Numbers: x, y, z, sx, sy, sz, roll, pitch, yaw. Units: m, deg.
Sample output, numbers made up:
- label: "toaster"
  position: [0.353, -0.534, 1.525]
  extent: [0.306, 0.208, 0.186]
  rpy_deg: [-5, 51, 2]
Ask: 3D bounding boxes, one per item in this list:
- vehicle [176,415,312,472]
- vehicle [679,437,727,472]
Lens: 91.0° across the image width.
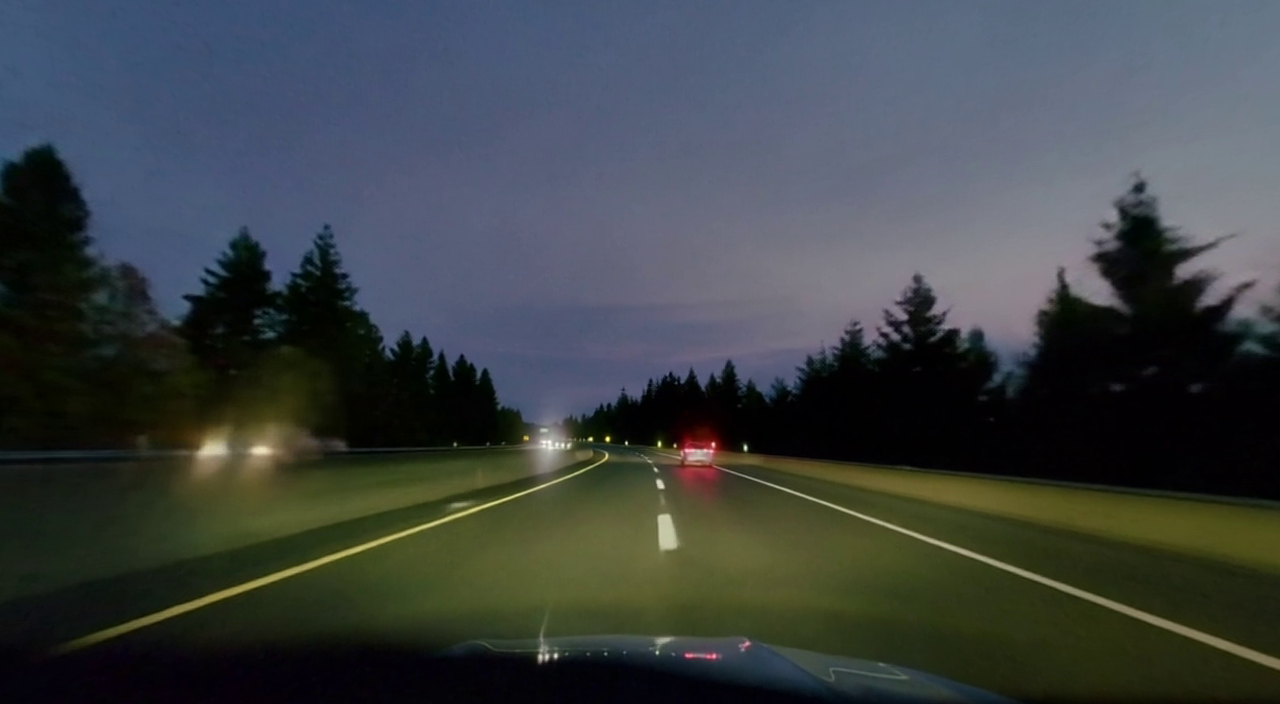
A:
- label: "vehicle"
  position: [-14.775, 3.464, 23.889]
  extent: [2.054, 1.939, 4.675]
  rpy_deg: [0, -8, 1]
- label: "vehicle"
  position: [3.301, 5.431, 33.676]
  extent: [2.079, 1.729, 4.380]
  rpy_deg: [0, -8, 0]
